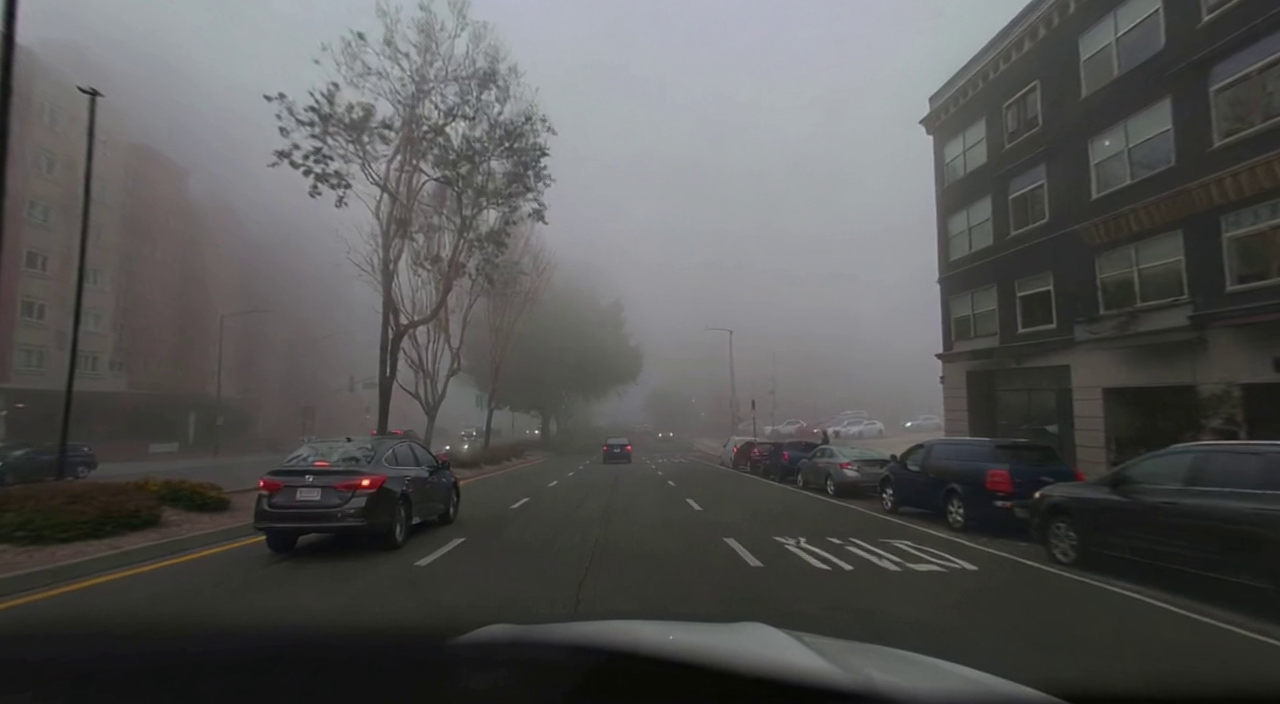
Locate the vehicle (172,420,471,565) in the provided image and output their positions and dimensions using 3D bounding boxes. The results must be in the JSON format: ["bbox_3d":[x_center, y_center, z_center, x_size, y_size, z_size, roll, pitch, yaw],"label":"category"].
[{"bbox_3d":[-3.975,1.820,8.977,1.934,1.522,4.464,0,-9,0],"label":"vehicle"}]

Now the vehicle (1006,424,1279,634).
[{"bbox_3d":[5.943,1.485,5.740,2.200,1.574,4.989,0,-8,-1],"label":"vehicle"}]

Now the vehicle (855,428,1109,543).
[{"bbox_3d":[5.857,2.313,11.679,2.019,1.670,4.550,0,-9,-2],"label":"vehicle"}]

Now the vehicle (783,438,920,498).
[{"bbox_3d":[5.845,3.272,18.231,2.089,1.488,4.663,0,-9,-3],"label":"vehicle"}]

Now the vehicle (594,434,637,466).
[{"bbox_3d":[-1.196,5.038,32.572,2.082,1.520,3.896,0,-8,-1],"label":"vehicle"}]
